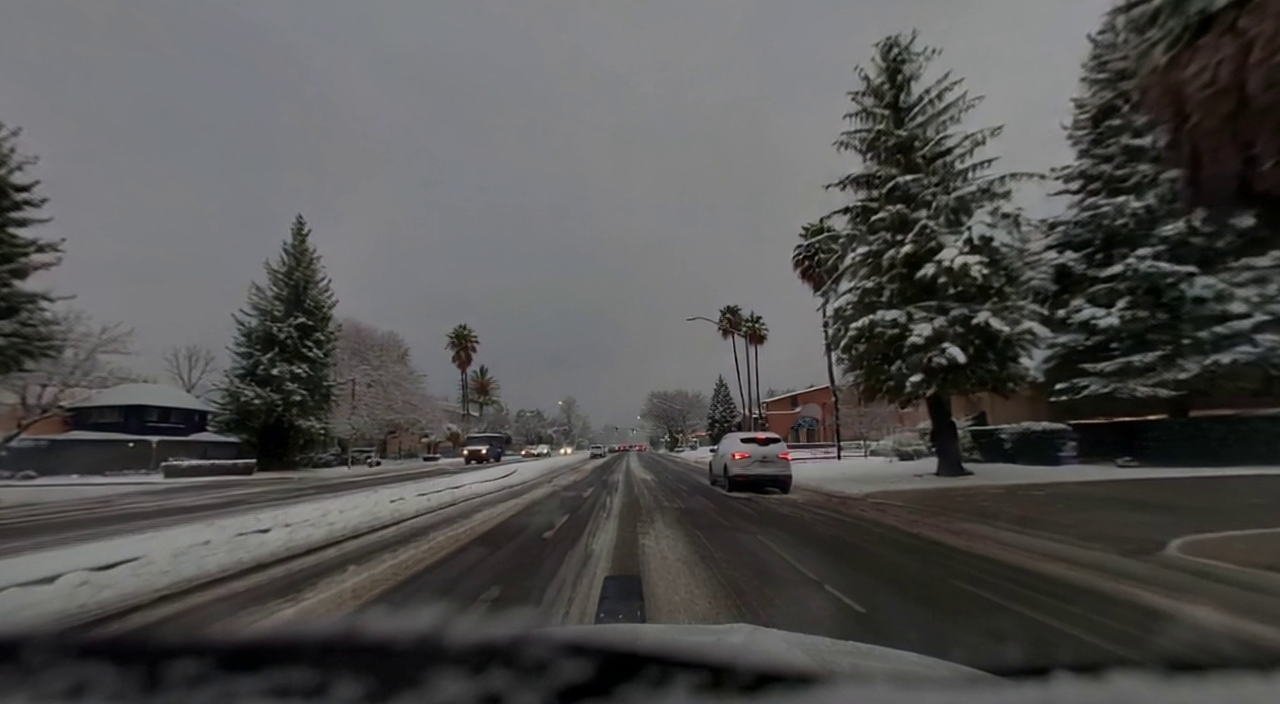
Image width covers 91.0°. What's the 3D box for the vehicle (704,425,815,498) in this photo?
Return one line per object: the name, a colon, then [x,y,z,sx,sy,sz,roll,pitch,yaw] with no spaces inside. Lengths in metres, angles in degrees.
vehicle: [3.384,3.232,18.894,2.244,1.901,4.561,1,-9,-3]
